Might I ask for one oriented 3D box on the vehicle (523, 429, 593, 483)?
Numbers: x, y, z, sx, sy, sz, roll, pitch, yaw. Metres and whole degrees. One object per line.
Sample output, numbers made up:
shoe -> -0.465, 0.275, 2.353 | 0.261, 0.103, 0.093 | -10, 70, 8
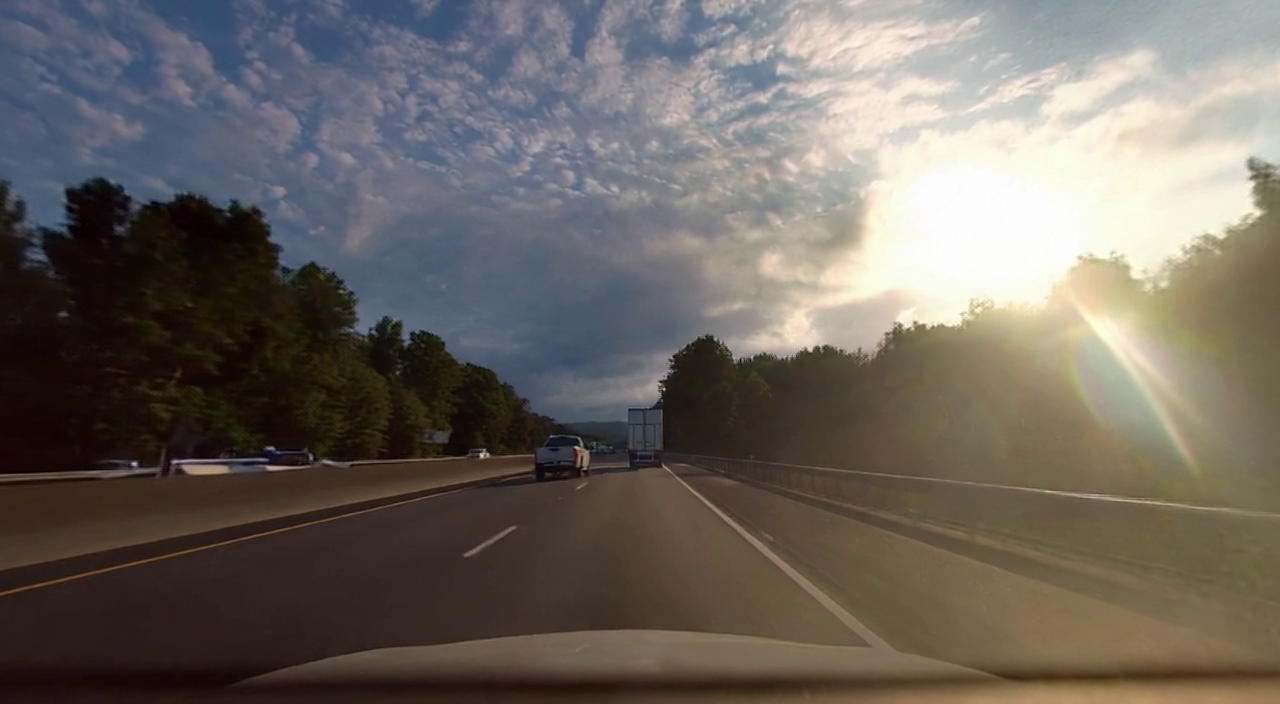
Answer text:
vehicle -> -3.558, 4.681, 28.519 | 2.283, 2.156, 5.546 | 0, -9, 1

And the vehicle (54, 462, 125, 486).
vehicle -> -36.618, 8.086, 42.057 | 1.854, 1.431, 4.297 | 3, -9, -17

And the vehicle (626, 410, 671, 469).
vehicle -> 0.523, 6.670, 47.472 | 3.024, 3.965, 10.399 | 0, -9, 0
